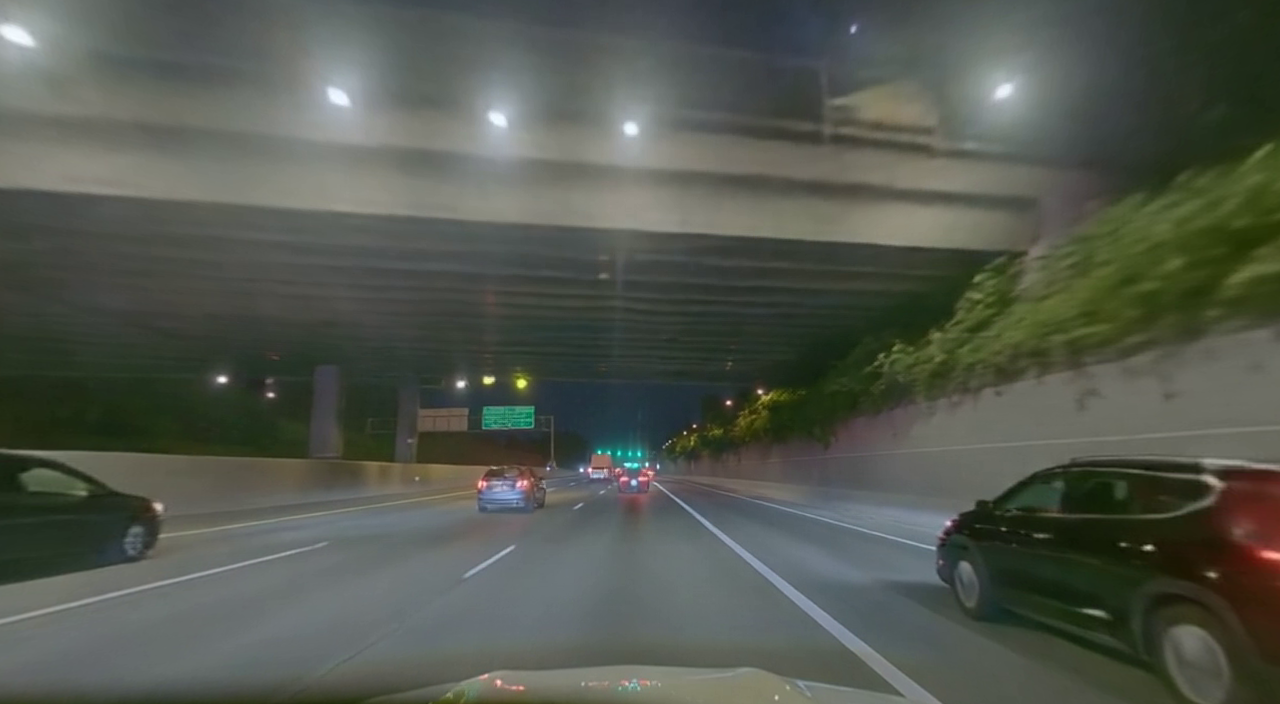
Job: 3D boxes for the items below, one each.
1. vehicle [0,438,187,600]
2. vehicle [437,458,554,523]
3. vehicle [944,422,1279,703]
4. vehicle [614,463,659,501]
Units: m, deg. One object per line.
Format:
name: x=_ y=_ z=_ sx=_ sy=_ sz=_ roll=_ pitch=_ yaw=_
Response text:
vehicle: x=-7.258 y=1.612 z=6.133 sx=2.142 sy=1.545 sz=4.708 roll=1 pitch=-11 yaw=0
vehicle: x=-3.836 y=3.814 z=17.678 sx=2.102 sy=1.521 sz=4.687 roll=1 pitch=-11 yaw=1
vehicle: x=3.860 y=1.297 z=3.790 sx=1.992 sy=1.557 sz=4.017 roll=1 pitch=-11 yaw=-1
vehicle: x=-0.178 y=6.094 z=29.735 sx=1.992 sy=1.601 sz=3.762 roll=1 pitch=-11 yaw=0
